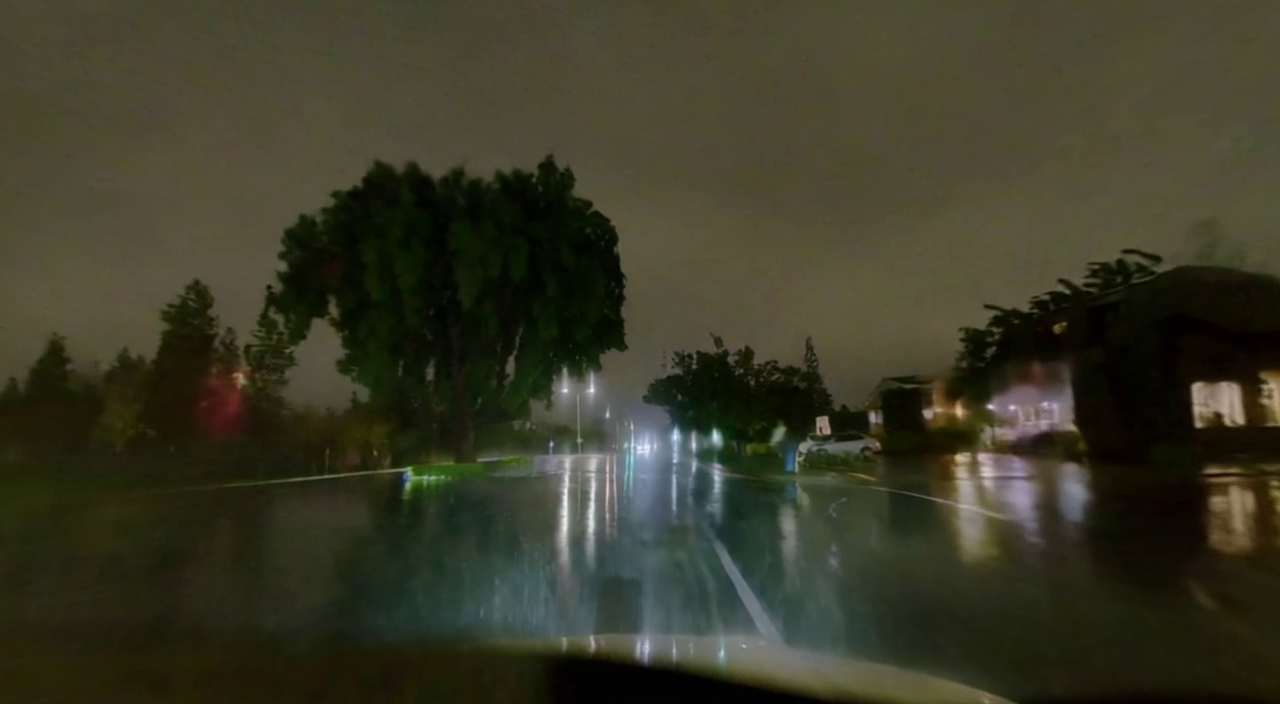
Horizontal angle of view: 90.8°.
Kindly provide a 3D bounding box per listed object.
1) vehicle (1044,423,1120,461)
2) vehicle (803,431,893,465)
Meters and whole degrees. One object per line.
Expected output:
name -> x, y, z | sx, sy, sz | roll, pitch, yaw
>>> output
vehicle -> 20.216, 4.061, 28.809 | 4.241, 1.560, 1.979 | 7, -10, -45
vehicle -> 11.284, 5.210, 34.627 | 2.199, 1.661, 4.495 | 4, -8, -25
